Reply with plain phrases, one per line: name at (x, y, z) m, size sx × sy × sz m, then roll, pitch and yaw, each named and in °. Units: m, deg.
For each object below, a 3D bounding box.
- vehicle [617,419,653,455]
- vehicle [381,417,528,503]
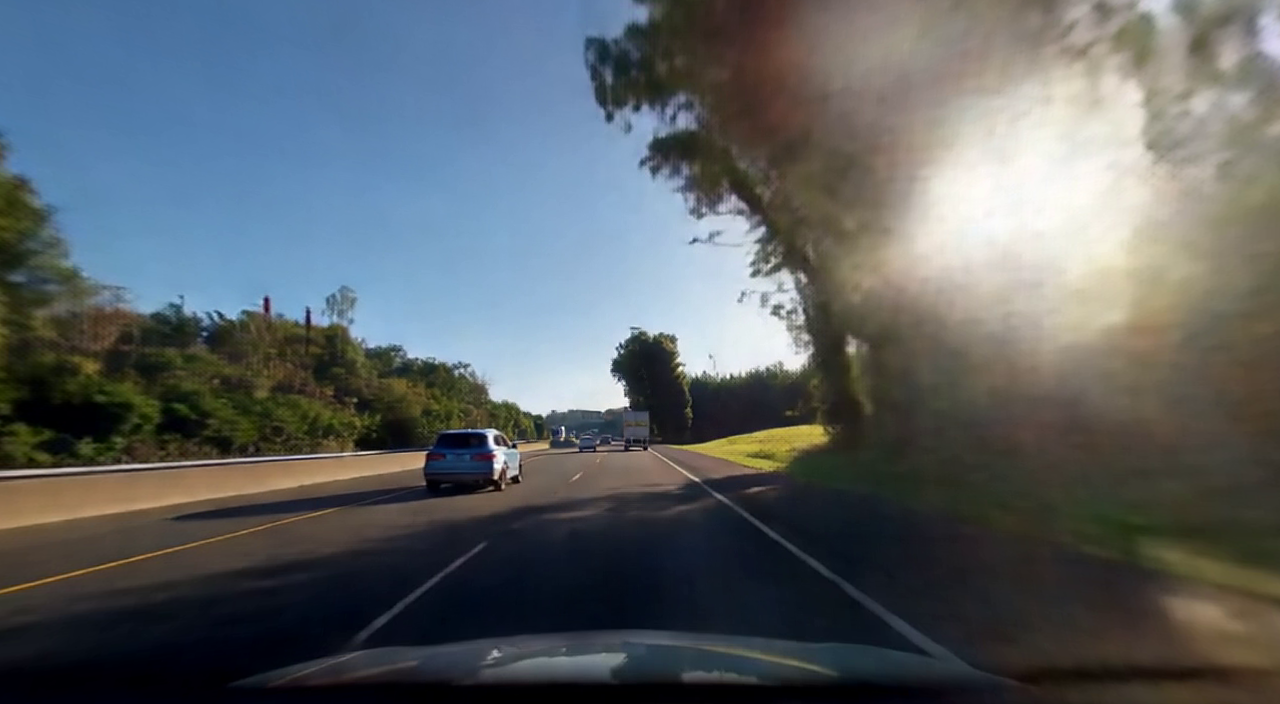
vehicle at (-0.393, 6.434, 47.562) m, size 2.526 × 2.531 × 5.026 m, roll 0°, pitch -8°, yaw -1°
vehicle at (-3.970, 2.378, 14.362) m, size 2.045 × 1.655 × 4.301 m, roll 0°, pitch -8°, yaw 0°
